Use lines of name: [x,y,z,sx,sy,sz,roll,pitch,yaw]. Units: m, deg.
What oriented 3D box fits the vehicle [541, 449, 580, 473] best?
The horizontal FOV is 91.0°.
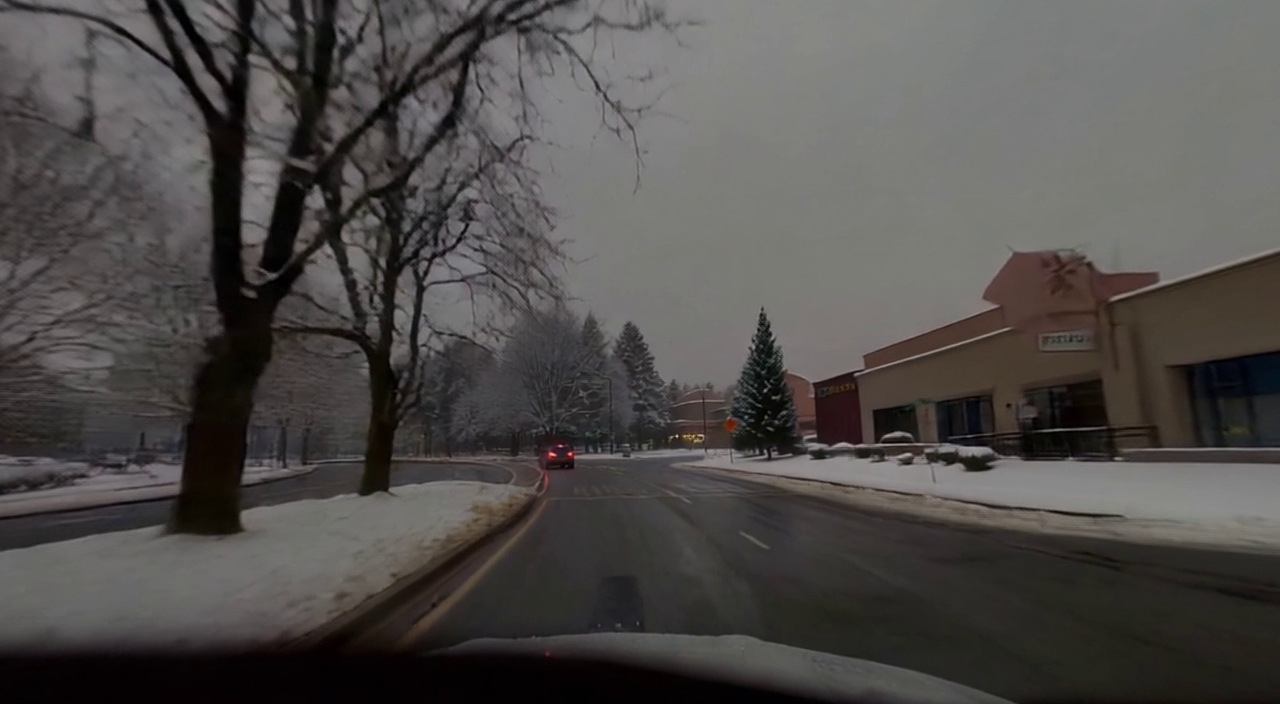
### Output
vehicle: [-5.447,7.361,42.689,2.018,1.512,4.304,3,-9,-16]
